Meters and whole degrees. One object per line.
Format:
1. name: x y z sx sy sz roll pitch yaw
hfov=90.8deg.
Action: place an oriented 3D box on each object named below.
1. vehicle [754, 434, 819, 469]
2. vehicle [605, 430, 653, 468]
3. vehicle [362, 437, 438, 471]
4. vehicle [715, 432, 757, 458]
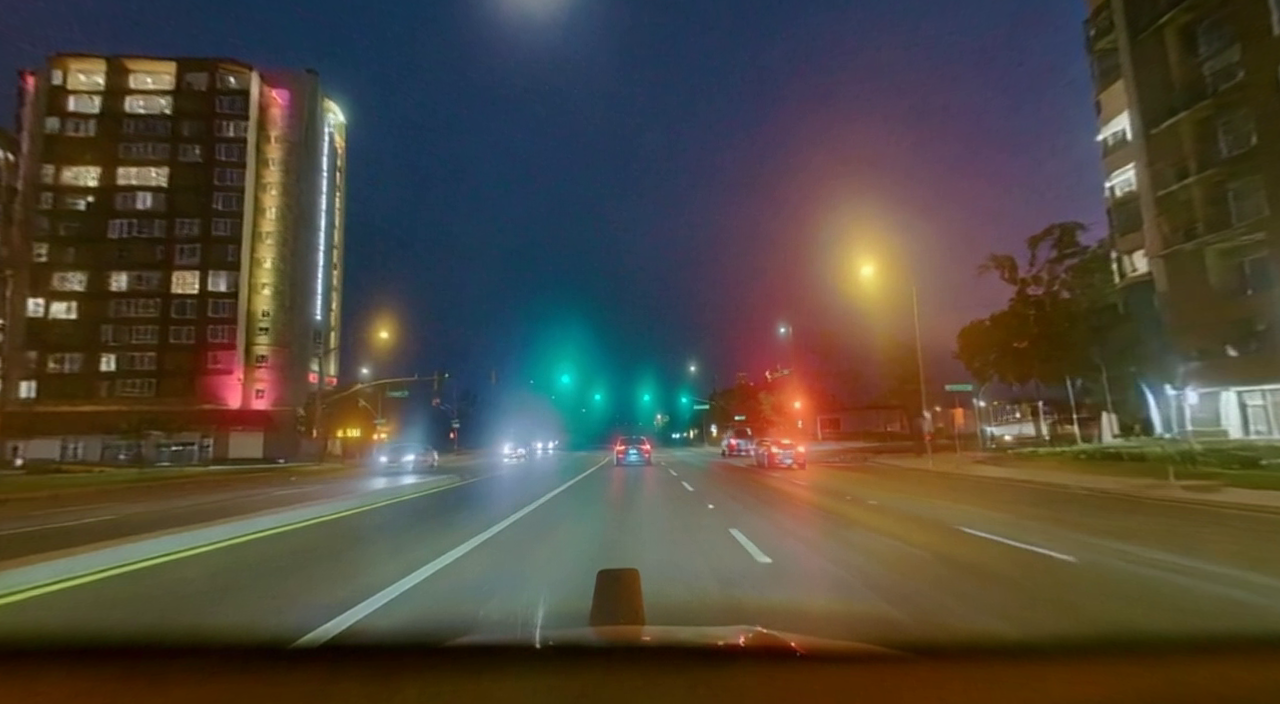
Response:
1. vehicle: 6.296 4.353 27.674 1.768 1.417 4.213 0 -9 -1
2. vehicle: -0.479 4.431 28.915 2.032 1.593 3.896 0 -9 0
3. vehicle: -12.848 5.478 34.123 1.858 1.686 4.330 -2 -9 10
4. vehicle: 6.273 6.152 41.719 1.963 1.611 4.359 0 -9 -1
